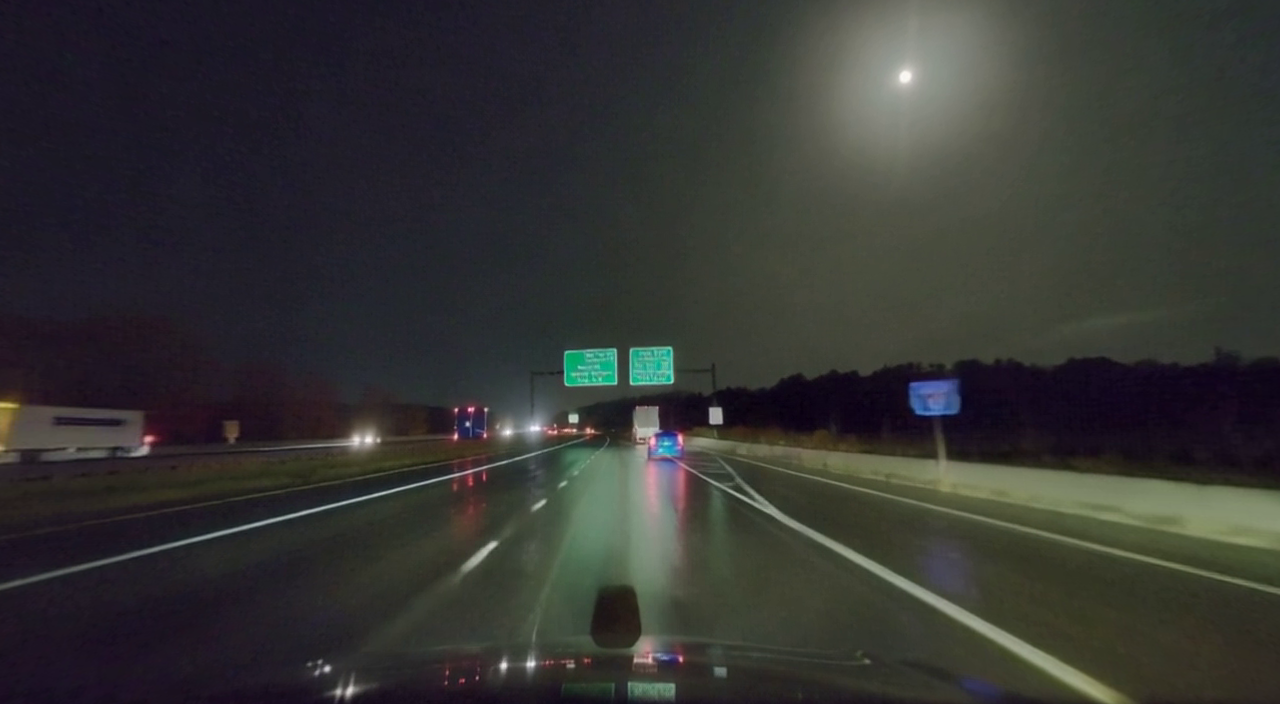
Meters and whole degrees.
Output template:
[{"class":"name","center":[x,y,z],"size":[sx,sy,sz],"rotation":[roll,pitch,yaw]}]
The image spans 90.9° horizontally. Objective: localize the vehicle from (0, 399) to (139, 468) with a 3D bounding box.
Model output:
[{"class":"vehicle","center":[-39.935,5.409,41.715],"size":[2.676,4.105,14.309],"rotation":[0,-8,-4]}]

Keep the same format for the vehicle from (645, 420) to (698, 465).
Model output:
[{"class":"vehicle","center":[1.338,4.120,28.847],"size":[2.076,1.914,4.287],"rotation":[0,-8,-2]}]
